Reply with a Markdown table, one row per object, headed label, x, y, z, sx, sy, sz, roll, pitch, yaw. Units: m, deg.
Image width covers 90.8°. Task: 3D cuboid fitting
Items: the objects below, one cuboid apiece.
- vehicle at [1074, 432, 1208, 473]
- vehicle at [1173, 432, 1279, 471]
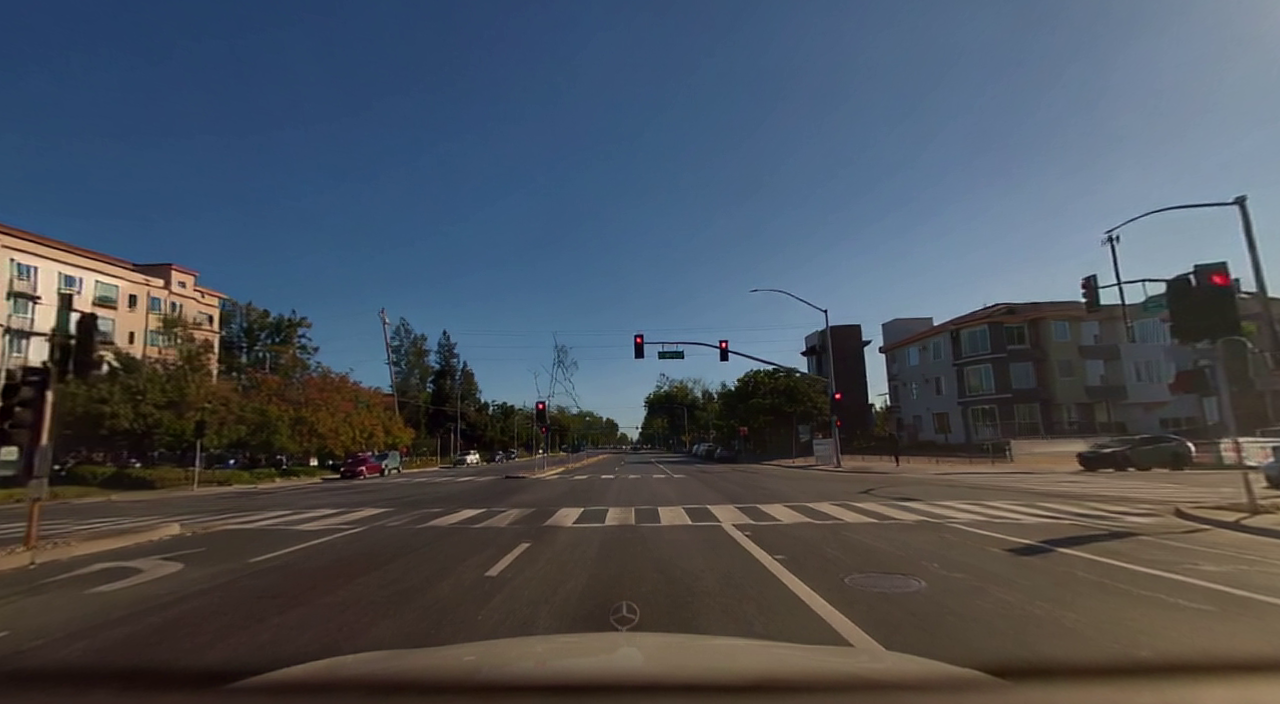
| label | x | y | z | sx | sy | sz | roll | pitch | yaw |
| --- | --- | --- | --- | --- | --- | --- | --- | --- | --- |
| vehicle | 22.104 | 4.443 | 27.987 | 4.323 | 1.746 | 1.872 | 0 | -9 | -3 |
| vehicle | 27.344 | 4.477 | 28.468 | 4.910 | 1.644 | 2.032 | 0 | -9 | -5 |
